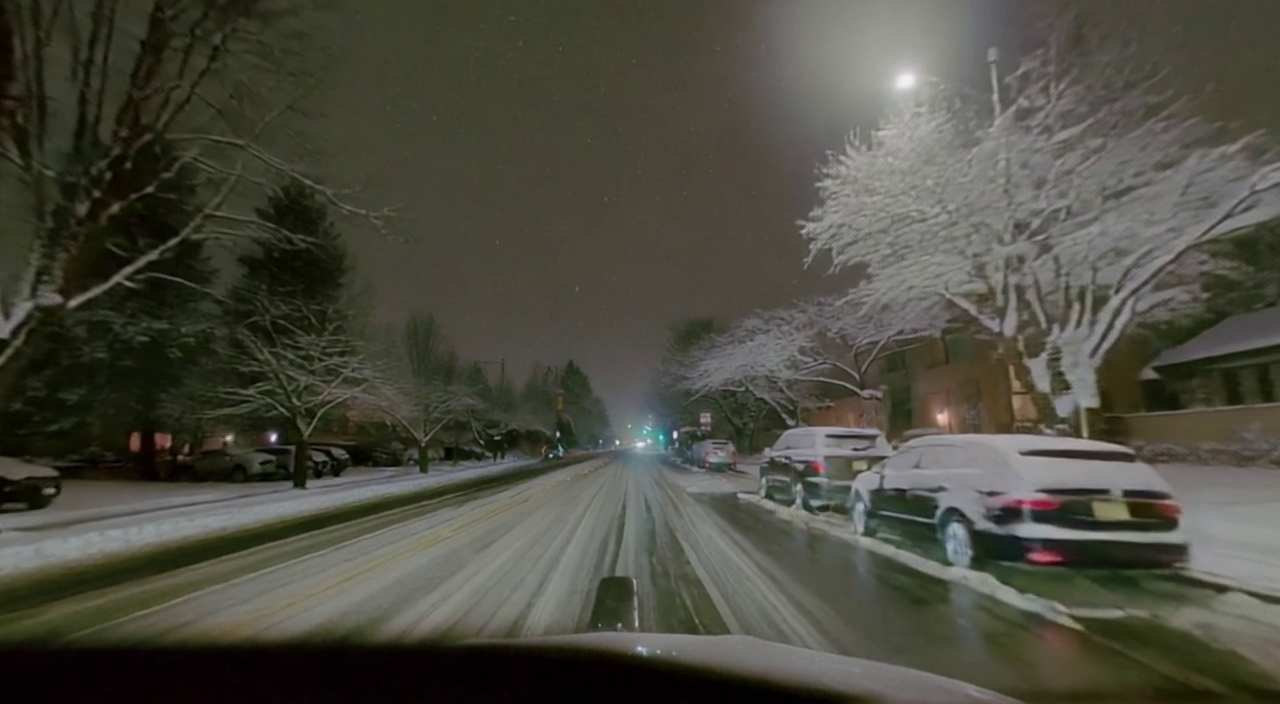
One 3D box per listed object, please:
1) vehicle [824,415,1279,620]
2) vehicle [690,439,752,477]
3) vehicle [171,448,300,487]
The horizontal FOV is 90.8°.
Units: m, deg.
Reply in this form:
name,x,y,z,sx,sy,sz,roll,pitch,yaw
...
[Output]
name,x,y,z,sx,sy,sz,roll,pitch,yaw
vehicle,3.950,1.614,7.350,1.933,1.528,5.006,0,-8,-2
vehicle,3.601,4.804,28.952,1.952,1.538,5.215,0,-8,-2
vehicle,-16.644,4.711,26.056,4.491,1.455,1.959,-3,-9,17
